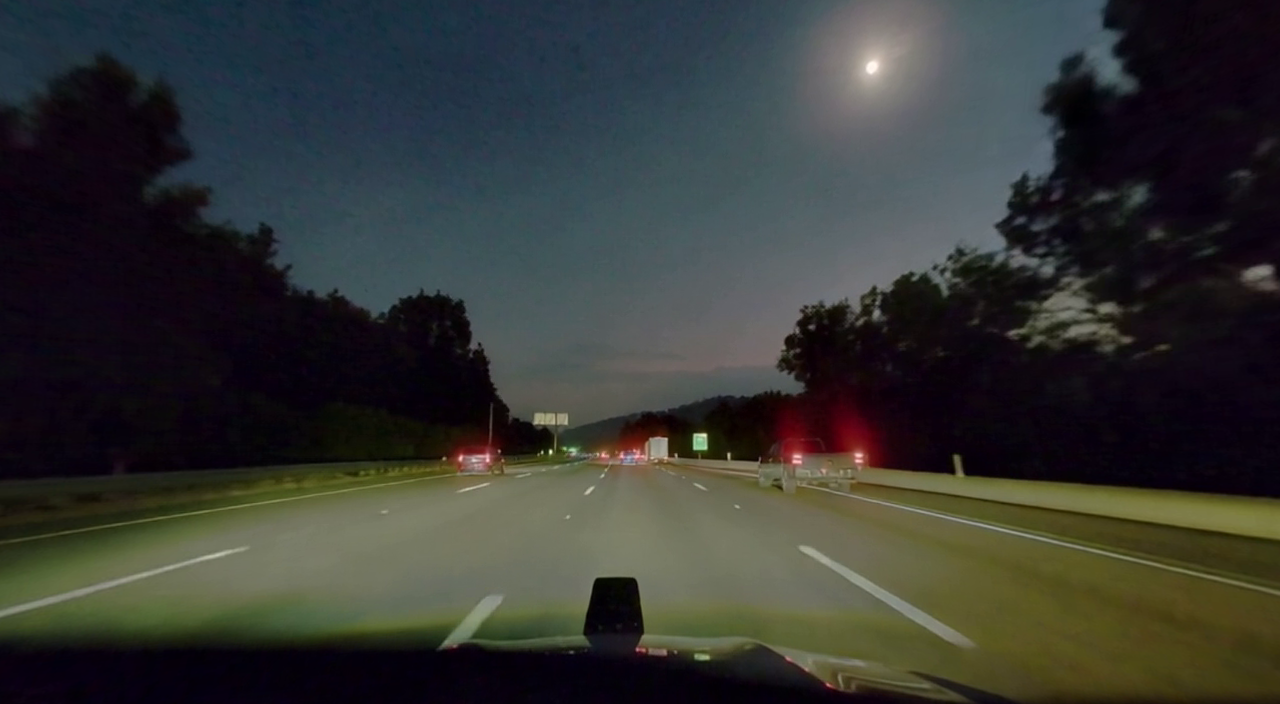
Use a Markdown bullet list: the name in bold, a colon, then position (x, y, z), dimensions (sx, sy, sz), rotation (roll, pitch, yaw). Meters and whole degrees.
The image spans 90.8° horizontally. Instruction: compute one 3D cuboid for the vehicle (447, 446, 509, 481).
- **vehicle**: position (-7.460, 5.142, 29.452), dimensions (1.915, 1.479, 3.843), rotation (0, -9, 0)
